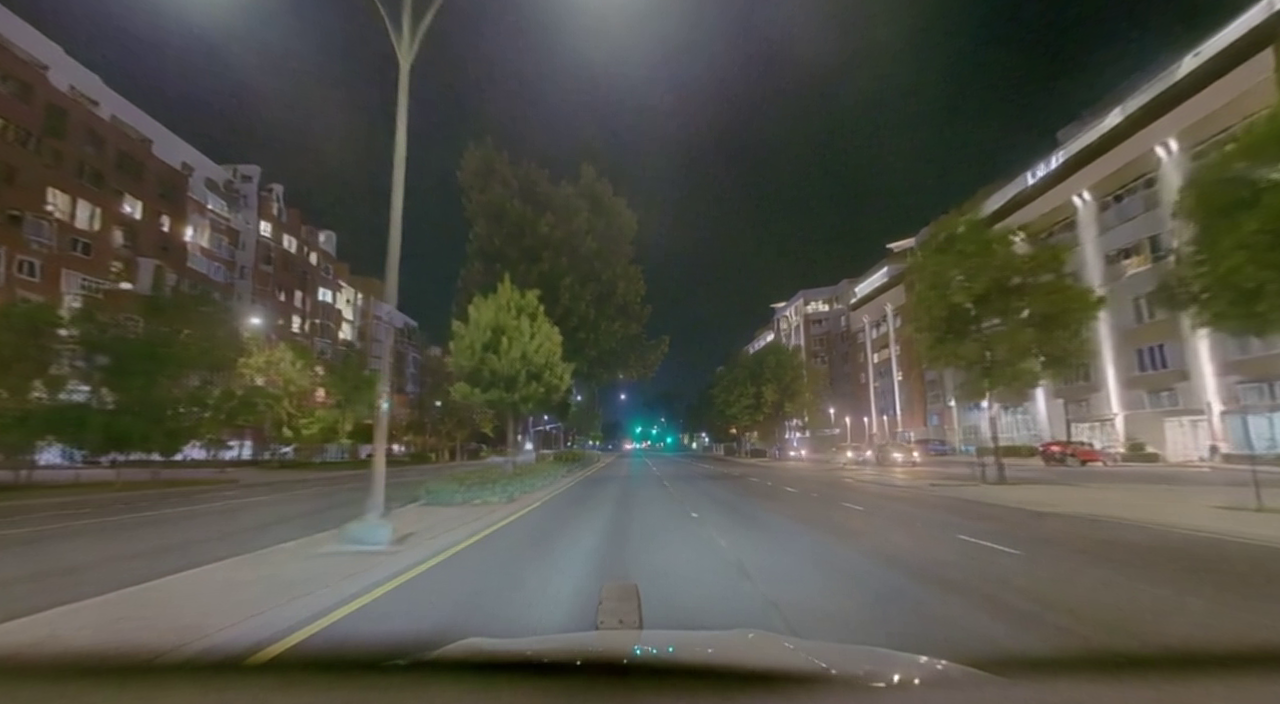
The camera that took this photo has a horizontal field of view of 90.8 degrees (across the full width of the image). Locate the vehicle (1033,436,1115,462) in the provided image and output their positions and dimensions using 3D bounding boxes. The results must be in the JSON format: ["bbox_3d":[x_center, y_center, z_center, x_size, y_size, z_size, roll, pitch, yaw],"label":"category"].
[{"bbox_3d":[29.260,6.511,42.635,4.279,1.648,1.982,1,-9,-10],"label":"vehicle"}]

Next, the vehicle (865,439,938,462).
[{"bbox_3d":[20.123,7.627,48.793,4.661,1.710,2.127,0,-9,-1],"label":"vehicle"}]
